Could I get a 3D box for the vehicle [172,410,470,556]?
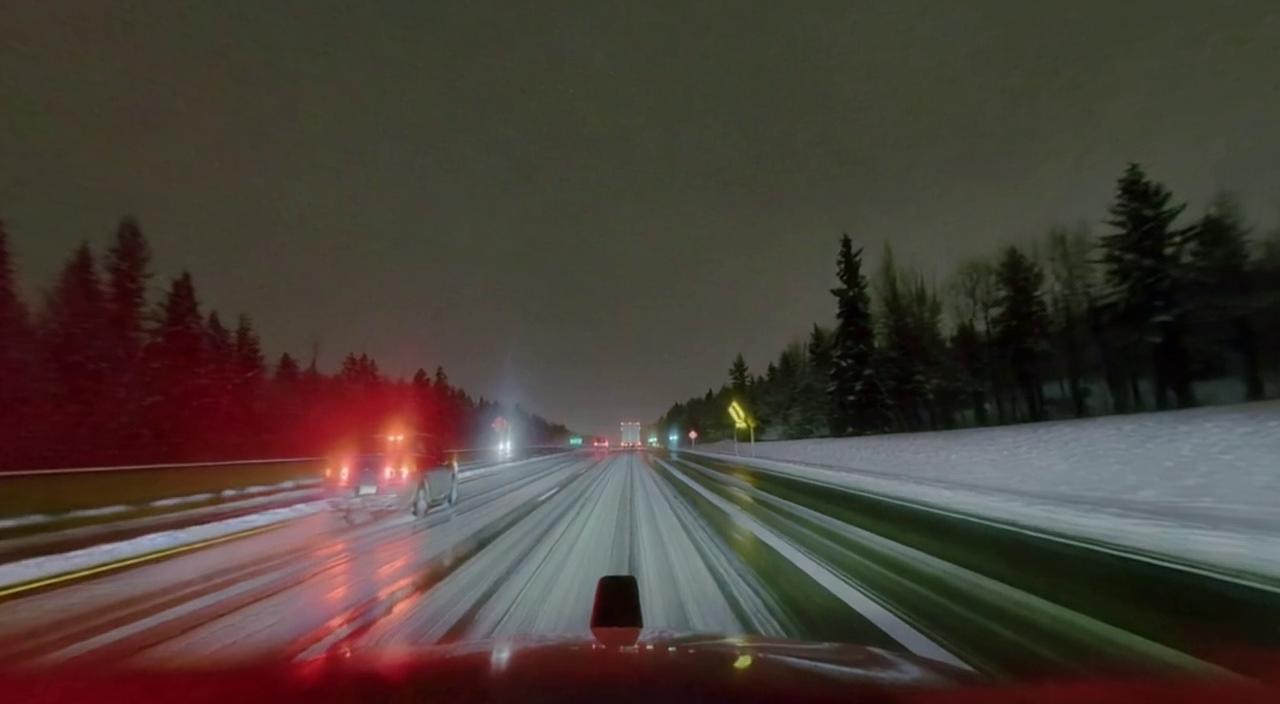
[{"bbox_3d":[-4.274,1.811,9.587,2.123,1.655,4.688,0,-8,-1],"label":"vehicle"}]
